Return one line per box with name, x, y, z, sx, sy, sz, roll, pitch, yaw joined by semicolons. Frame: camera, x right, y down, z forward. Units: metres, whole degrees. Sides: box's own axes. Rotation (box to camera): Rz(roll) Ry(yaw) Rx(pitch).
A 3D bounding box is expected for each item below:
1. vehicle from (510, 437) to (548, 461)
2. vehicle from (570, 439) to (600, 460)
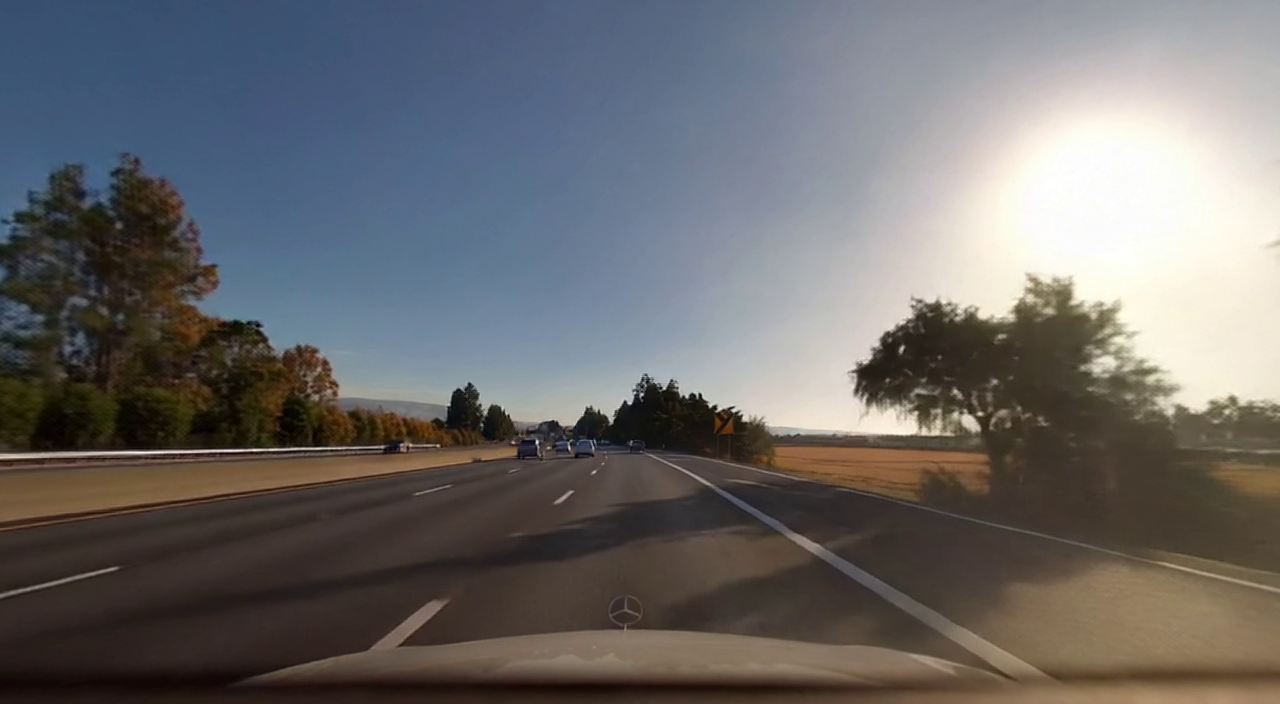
vehicle;-8.037;7.053;45.790;2.080;1.632;4.332;0;-8;-1
vehicle;-4.208;7.563;48.640;2.075;1.516;4.212;0;-8;-1
